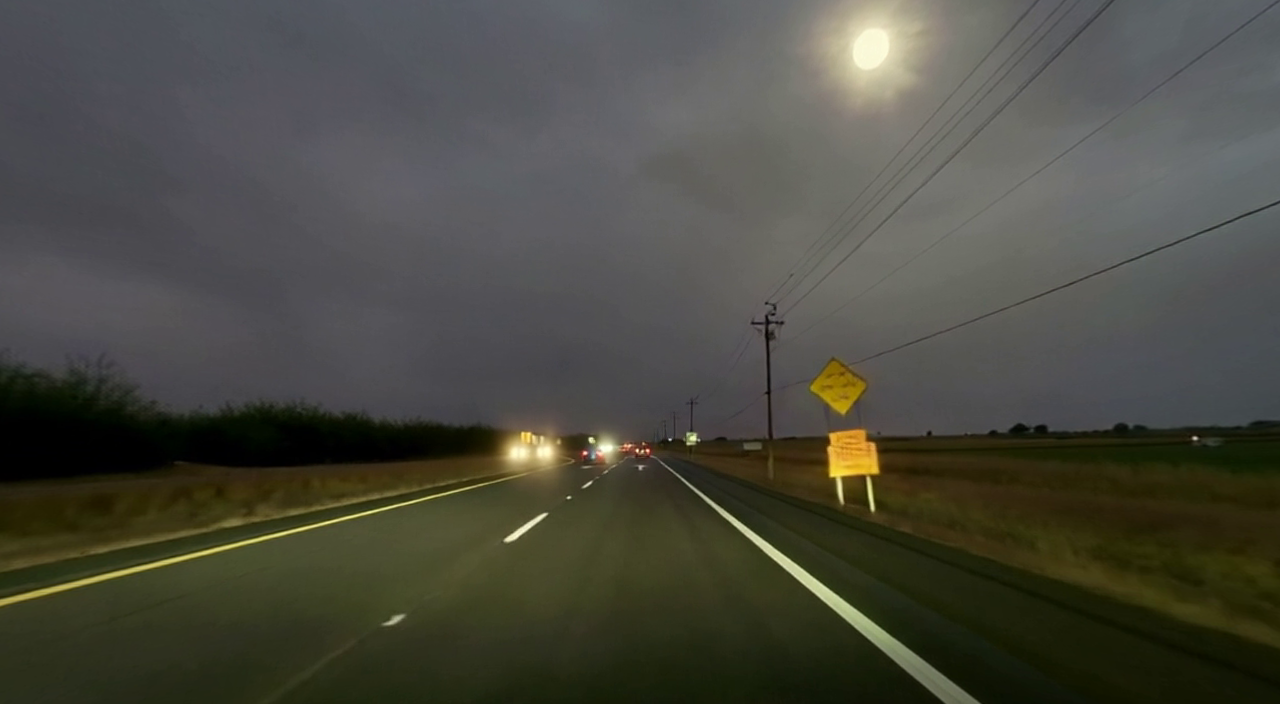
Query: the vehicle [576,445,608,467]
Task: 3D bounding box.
[{"bbox_3d":[-3.612,7.946,48.259,2.120,1.597,4.810,0,-9,0],"label":"vehicle"}]
